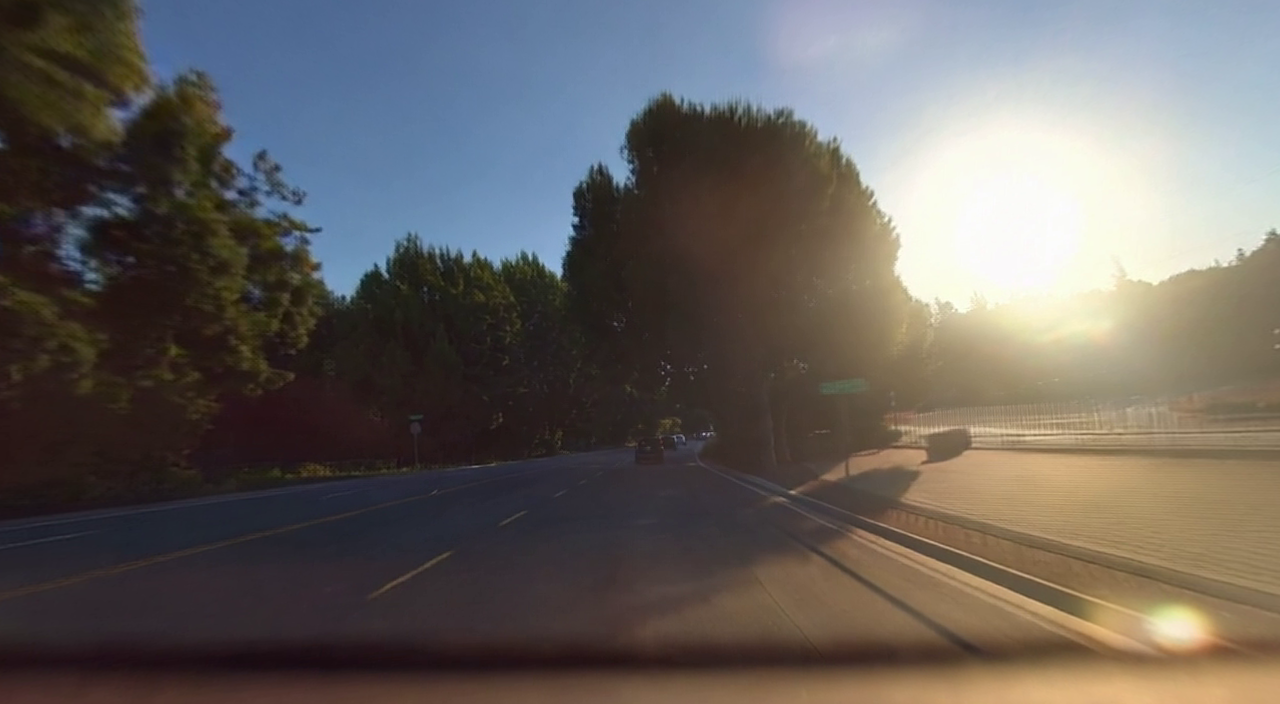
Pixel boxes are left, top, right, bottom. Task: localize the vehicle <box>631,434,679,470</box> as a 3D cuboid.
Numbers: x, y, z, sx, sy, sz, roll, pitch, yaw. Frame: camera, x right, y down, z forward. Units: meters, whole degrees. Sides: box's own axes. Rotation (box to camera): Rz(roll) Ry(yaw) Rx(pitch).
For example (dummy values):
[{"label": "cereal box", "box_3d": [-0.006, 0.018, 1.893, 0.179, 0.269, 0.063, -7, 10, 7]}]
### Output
[{"label": "vehicle", "box_3d": [0.858, 5.098, 32.344, 2.294, 1.708, 4.110, -1, -8, 3]}]
